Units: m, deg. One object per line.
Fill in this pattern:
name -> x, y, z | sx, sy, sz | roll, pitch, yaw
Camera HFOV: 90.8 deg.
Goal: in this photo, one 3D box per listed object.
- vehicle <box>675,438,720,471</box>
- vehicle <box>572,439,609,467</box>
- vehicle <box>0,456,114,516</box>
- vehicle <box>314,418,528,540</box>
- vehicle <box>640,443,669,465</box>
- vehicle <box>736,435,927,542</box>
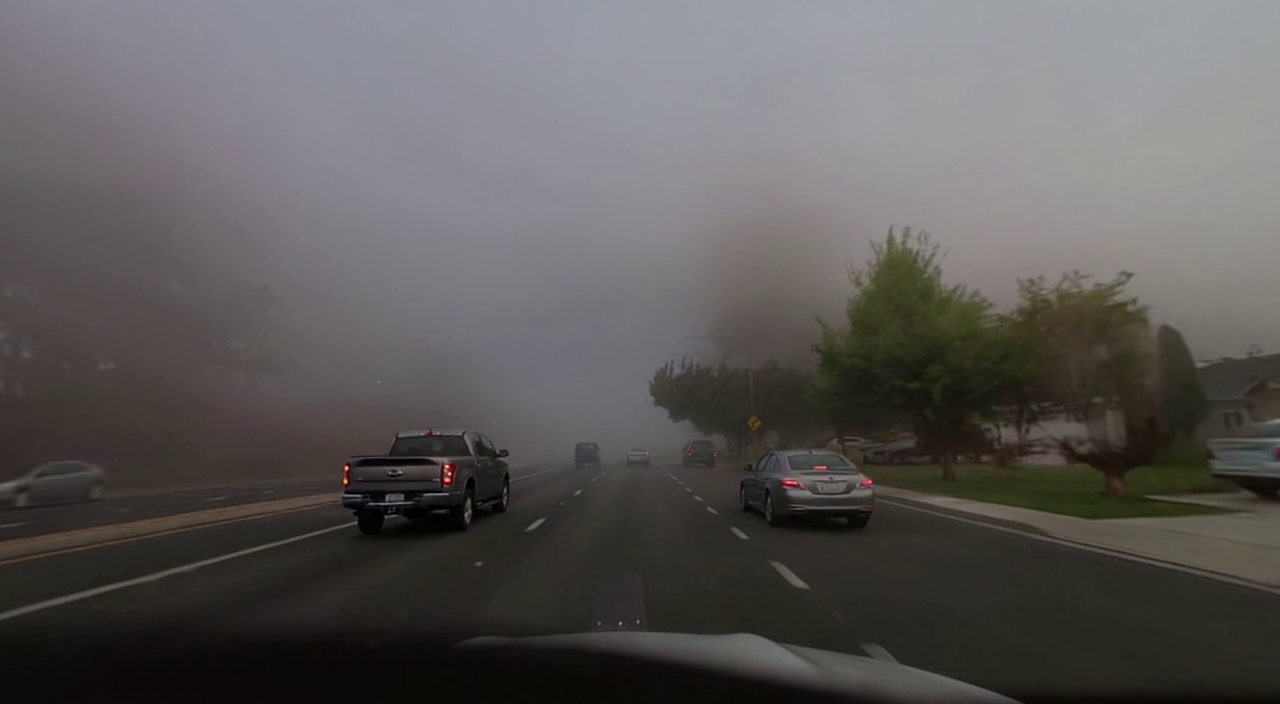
vehicle -> 3.291, 5.994, 37.124 | 2.099, 1.845, 4.363 | 0, -8, -2
vehicle -> -3.427, 7.047, 44.191 | 2.218, 1.829, 4.492 | 0, -8, 0
vehicle -> -18.308, 3.894, 18.619 | 1.841, 1.554, 4.260 | 0, -8, 1
vehicle -> -3.649, 2.232, 11.849 | 2.111, 1.745, 5.274 | 0, -8, 0
vehicle -> 1.048, 7.877, 48.993 | 1.997, 1.636, 3.760 | 0, -8, -3
vehicle -> 2.983, 2.209, 10.917 | 1.884, 1.463, 4.195 | 0, -8, -1
